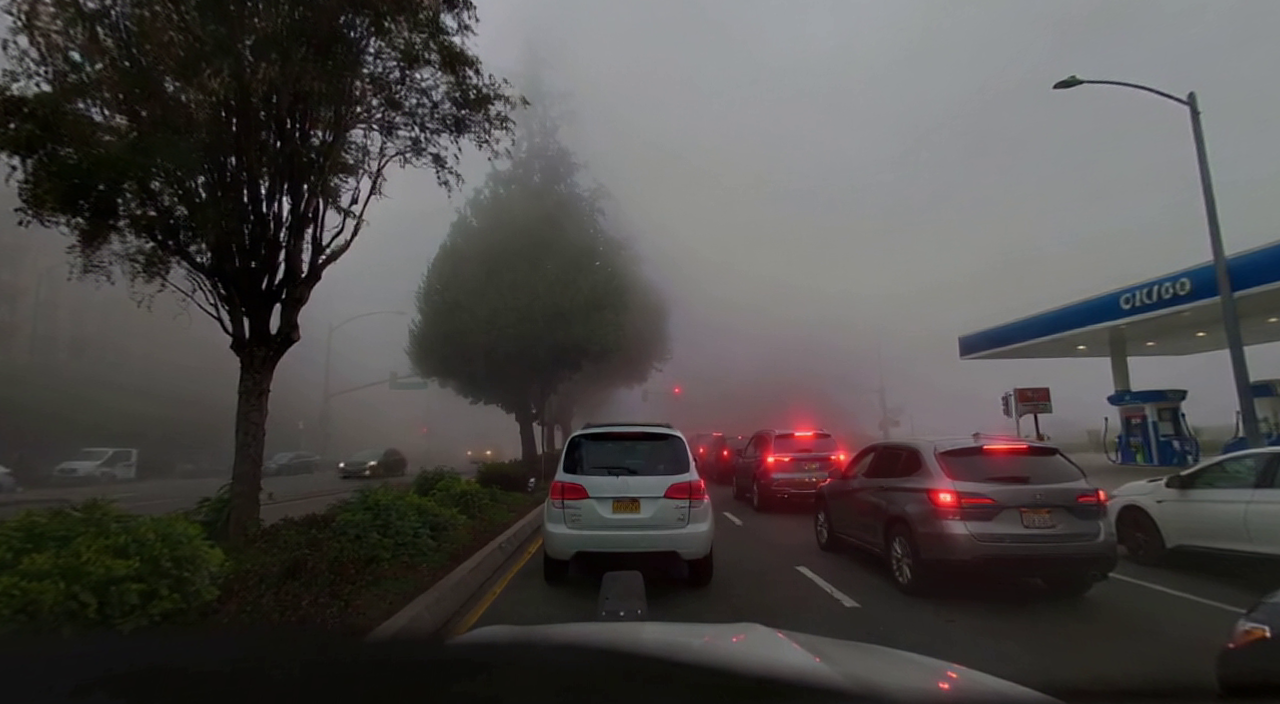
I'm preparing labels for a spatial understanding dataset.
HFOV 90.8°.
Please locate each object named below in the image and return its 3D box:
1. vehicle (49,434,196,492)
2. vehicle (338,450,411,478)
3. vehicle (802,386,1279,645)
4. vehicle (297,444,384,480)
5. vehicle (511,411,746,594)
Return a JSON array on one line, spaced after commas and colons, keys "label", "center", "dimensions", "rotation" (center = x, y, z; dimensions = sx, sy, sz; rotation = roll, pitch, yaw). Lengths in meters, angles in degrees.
[{"label": "vehicle", "center": [-26.933, 5.758, 33.316], "dimensions": [2.571, 2.711, 6.027], "rotation": [0, -9, -1]}, {"label": "vehicle", "center": [-14.809, 6.242, 35.509], "dimensions": [2.011, 1.465, 4.528], "rotation": [-1, -9, 1]}, {"label": "vehicle", "center": [3.369, 1.411, 6.482], "dimensions": [2.056, 1.700, 4.399], "rotation": [0, -9, -2]}, {"label": "vehicle", "center": [-17.864, 6.541, 38.064], "dimensions": [2.325, 1.938, 5.913], "rotation": [0, -9, 0]}, {"label": "vehicle", "center": [-0.142, 1.634, 7.610], "dimensions": [2.106, 1.613, 3.697], "rotation": [0, -9, -1]}]
